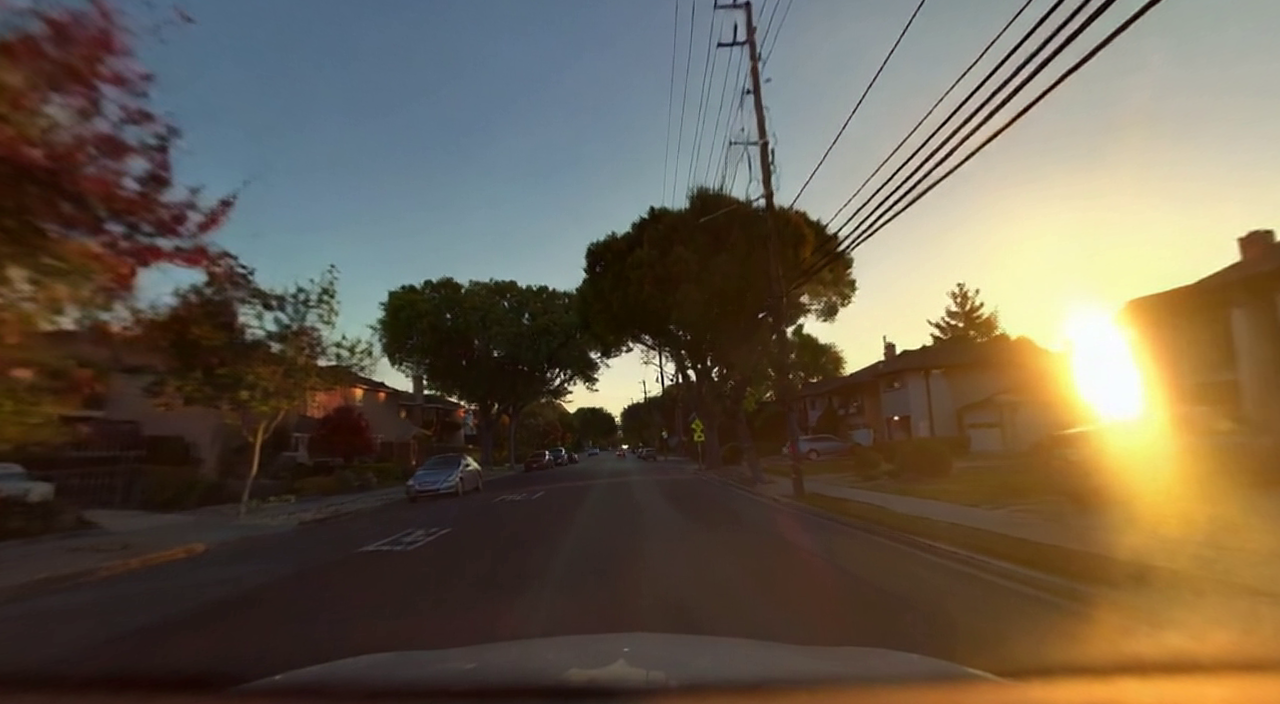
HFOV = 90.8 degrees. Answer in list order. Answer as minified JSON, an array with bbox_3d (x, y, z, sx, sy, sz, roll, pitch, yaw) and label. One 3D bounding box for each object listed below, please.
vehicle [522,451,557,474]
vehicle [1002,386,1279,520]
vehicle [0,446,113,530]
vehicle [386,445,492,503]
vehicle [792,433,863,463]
[{"bbox_3d":[-7.644,8.410,48.150,2.041,1.587,3.920,-2,-9,0],"label":"vehicle"},{"bbox_3d":[9.561,1.712,11.282,4.822,1.864,2.100,-4,-8,-6],"label":"vehicle"},{"bbox_3d":[-14.885,2.809,13.376,5.395,1.615,2.132,0,-9,-2],"label":"vehicle"},{"bbox_3d":[-7.026,4.308,22.770,2.162,1.757,5.201,-2,-9,-1],"label":"vehicle"},{"bbox_3d":[12.865,6.623,43.401,4.145,1.767,1.880,-9,-10,29],"label":"vehicle"}]
